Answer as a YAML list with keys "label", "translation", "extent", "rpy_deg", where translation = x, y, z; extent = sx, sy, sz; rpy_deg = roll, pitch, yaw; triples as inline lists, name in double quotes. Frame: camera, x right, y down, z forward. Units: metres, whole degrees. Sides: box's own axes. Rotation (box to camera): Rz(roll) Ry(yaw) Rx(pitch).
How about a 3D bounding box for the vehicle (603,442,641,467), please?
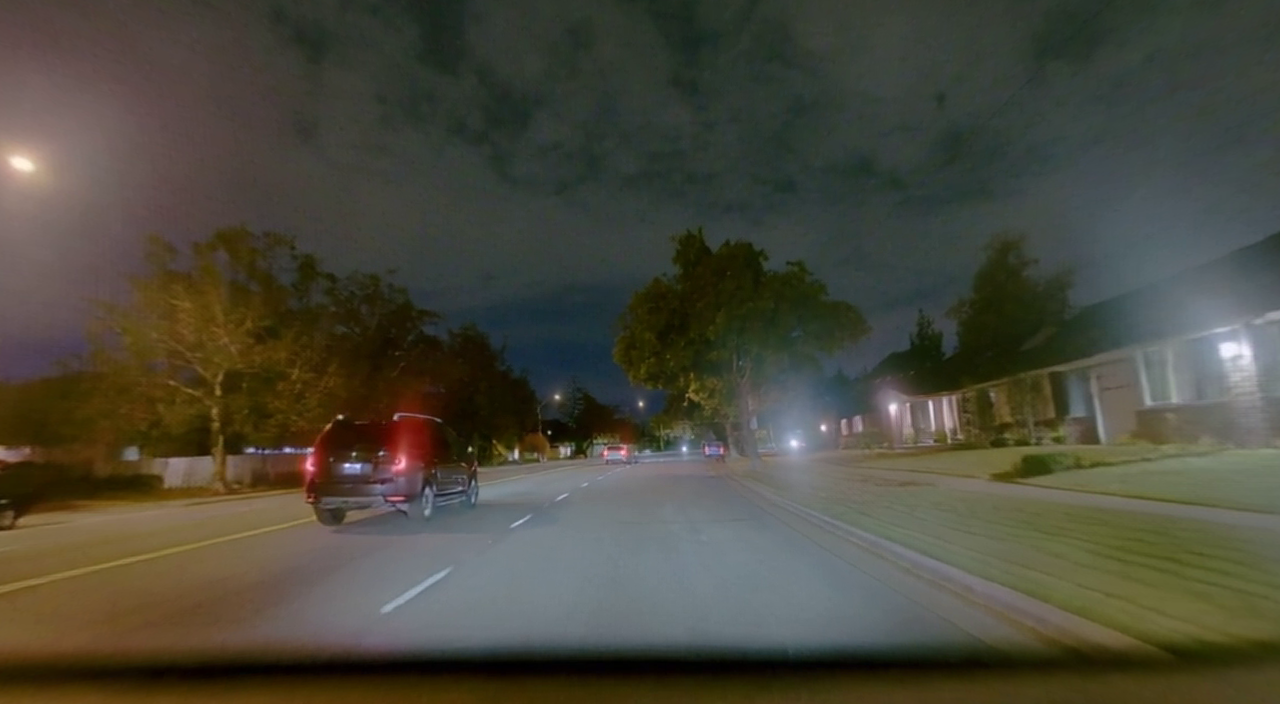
- label: "vehicle"
  translation: [-1.222, 7.403, 45.748]
  extent: [2.001, 1.664, 4.174]
  rpy_deg: [-2, -9, 9]

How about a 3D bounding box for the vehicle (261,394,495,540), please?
- label: "vehicle"
  translation: [-4.370, 2.035, 11.726]
  extent: [2.085, 2.084, 5.133]
  rpy_deg: [0, -8, 1]
